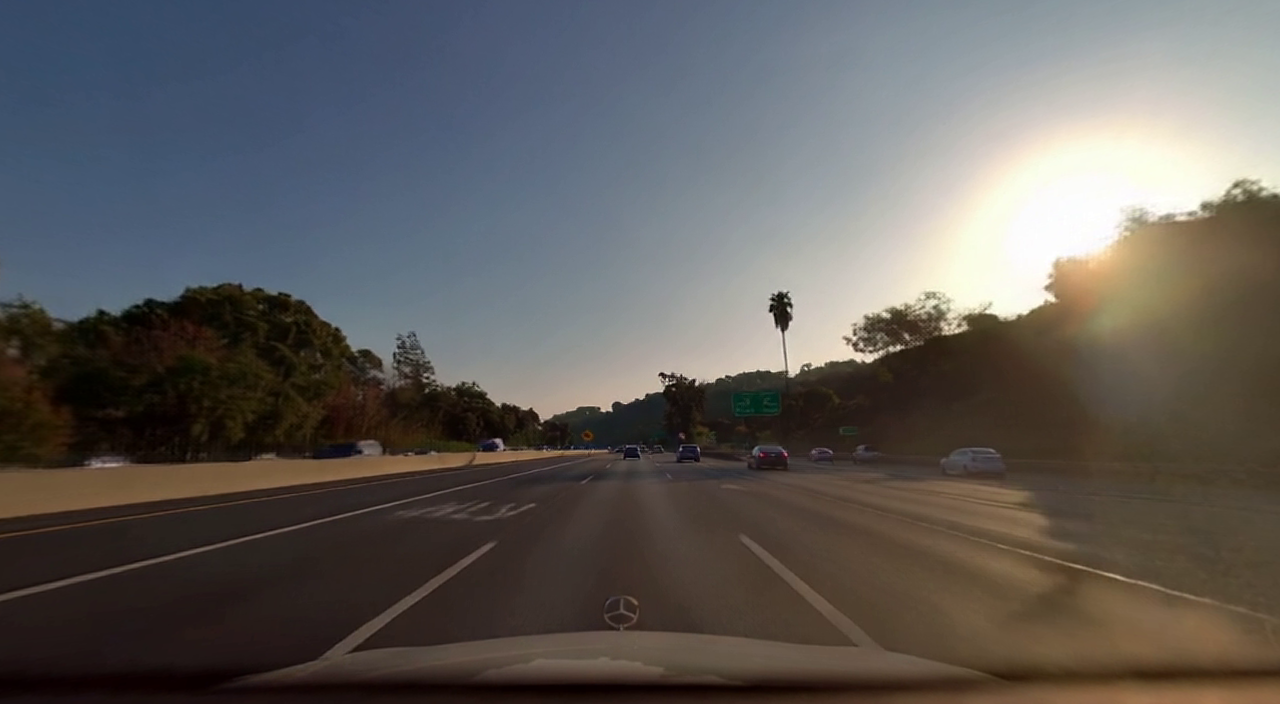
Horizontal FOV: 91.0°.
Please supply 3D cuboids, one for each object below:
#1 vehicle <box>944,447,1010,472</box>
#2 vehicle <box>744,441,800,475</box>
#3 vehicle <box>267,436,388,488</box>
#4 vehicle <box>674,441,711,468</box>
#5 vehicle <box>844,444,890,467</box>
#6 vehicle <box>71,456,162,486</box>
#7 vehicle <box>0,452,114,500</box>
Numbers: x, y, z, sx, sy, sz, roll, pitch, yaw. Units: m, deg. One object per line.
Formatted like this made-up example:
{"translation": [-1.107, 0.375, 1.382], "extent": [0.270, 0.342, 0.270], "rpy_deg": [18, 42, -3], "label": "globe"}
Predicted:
{"translation": [21.107, 6.735, 39.672], "extent": [1.774, 1.457, 4.653], "rpy_deg": [0, -8, 3], "label": "vehicle"}
{"translation": [6.820, 5.522, 33.061], "extent": [1.902, 1.623, 4.360], "rpy_deg": [0, -8, -1], "label": "vehicle"}
{"translation": [-12.663, 4.477, 26.011], "extent": [2.256, 1.886, 5.220], "rpy_deg": [0, -8, 0], "label": "vehicle"}
{"translation": [3.468, 6.829, 42.114], "extent": [2.035, 1.704, 3.867], "rpy_deg": [0, -8, -1], "label": "vehicle"}
{"translation": [17.231, 7.848, 47.934], "extent": [1.887, 1.642, 4.592], "rpy_deg": [0, -8, 2], "label": "vehicle"}
{"translation": [-32.401, 7.329, 39.117], "extent": [1.821, 1.655, 4.534], "rpy_deg": [0, -8, -2], "label": "vehicle"}
{"translation": [-23.968, 4.899, 25.258], "extent": [1.914, 1.698, 4.353], "rpy_deg": [0, -8, 0], "label": "vehicle"}
